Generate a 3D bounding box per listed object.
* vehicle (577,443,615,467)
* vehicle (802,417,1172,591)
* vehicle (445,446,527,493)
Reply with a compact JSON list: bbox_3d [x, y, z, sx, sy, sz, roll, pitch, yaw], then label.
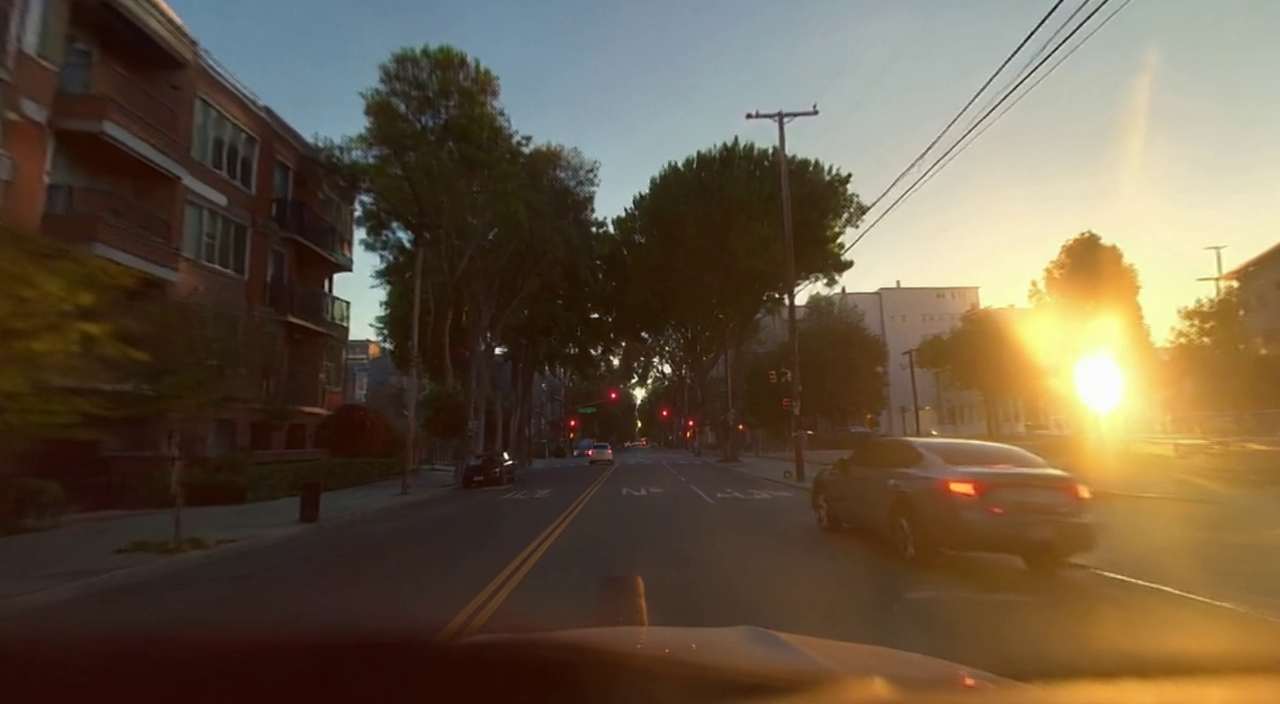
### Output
[{"bbox_3d":[-2.731,6.478,39.969,2.029,1.438,4.313,0,-8,1],"label":"vehicle"},{"bbox_3d":[4.023,1.828,8.601,2.082,1.662,4.753,0,-8,-4],"label":"vehicle"},{"bbox_3d":[-5.773,4.412,24.228,1.947,1.473,4.397,-4,-8,1],"label":"vehicle"}]
